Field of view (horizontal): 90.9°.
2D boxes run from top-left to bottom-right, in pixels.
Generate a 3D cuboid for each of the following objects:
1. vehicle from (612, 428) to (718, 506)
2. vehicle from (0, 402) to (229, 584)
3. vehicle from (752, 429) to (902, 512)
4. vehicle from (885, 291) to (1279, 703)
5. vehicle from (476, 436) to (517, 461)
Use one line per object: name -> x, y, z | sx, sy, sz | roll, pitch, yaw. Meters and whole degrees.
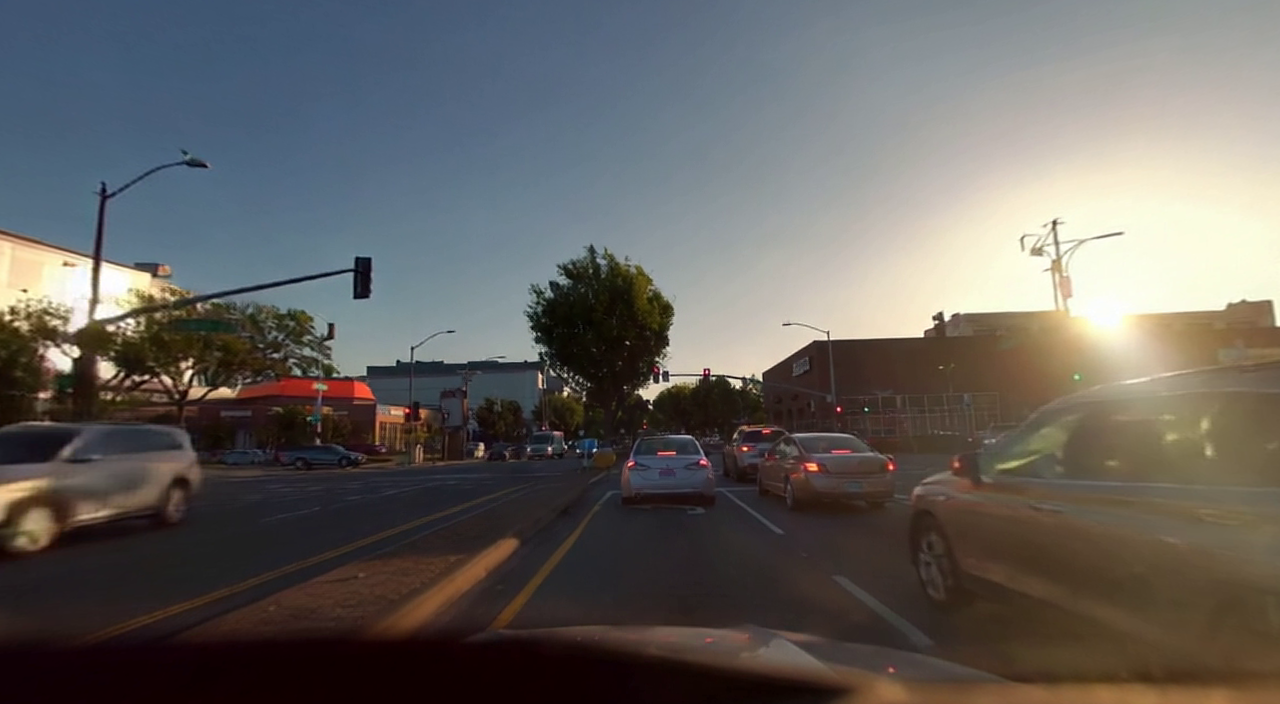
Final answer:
vehicle -> 0.482, 2.544, 14.371 | 2.073, 1.496, 3.892 | 0, -8, 0
vehicle -> -7.623, 1.666, 8.193 | 2.106, 1.751, 4.554 | 1, -8, -10
vehicle -> 3.778, 2.462, 13.659 | 1.883, 1.480, 4.489 | 0, -8, 0
vehicle -> 3.160, 0.831, 3.005 | 2.038, 1.787, 4.946 | 0, -8, 1
vehicle -> -11.249, 7.601, 49.657 | 2.122, 1.829, 4.559 | 0, -8, 1
